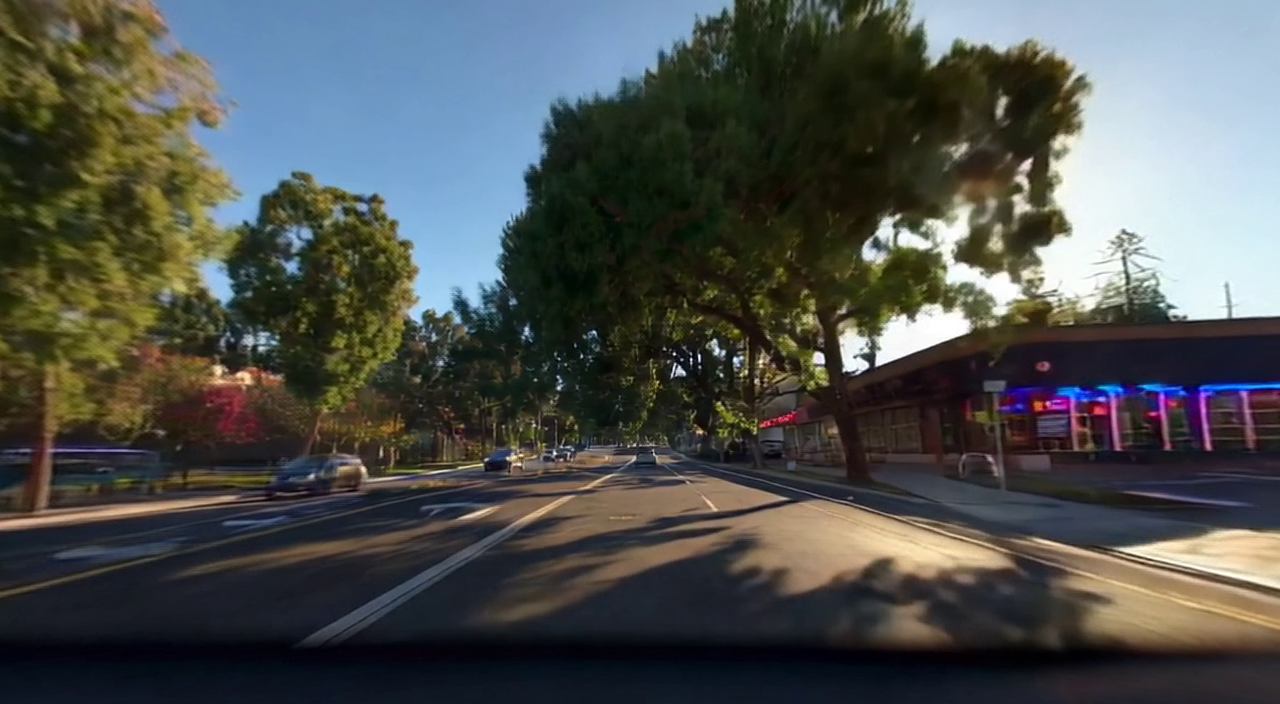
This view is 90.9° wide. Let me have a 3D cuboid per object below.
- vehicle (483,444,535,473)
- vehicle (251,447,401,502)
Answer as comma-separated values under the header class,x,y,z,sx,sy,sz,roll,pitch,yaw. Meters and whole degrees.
class,x,y,z,sx,sy,sz,roll,pitch,yaw
vehicle,-8.329,6.807,40.581,2.250,1.747,4.492,0,-8,2
vehicle,-9.832,3.841,20.343,2.084,1.517,5.096,0,-8,2
